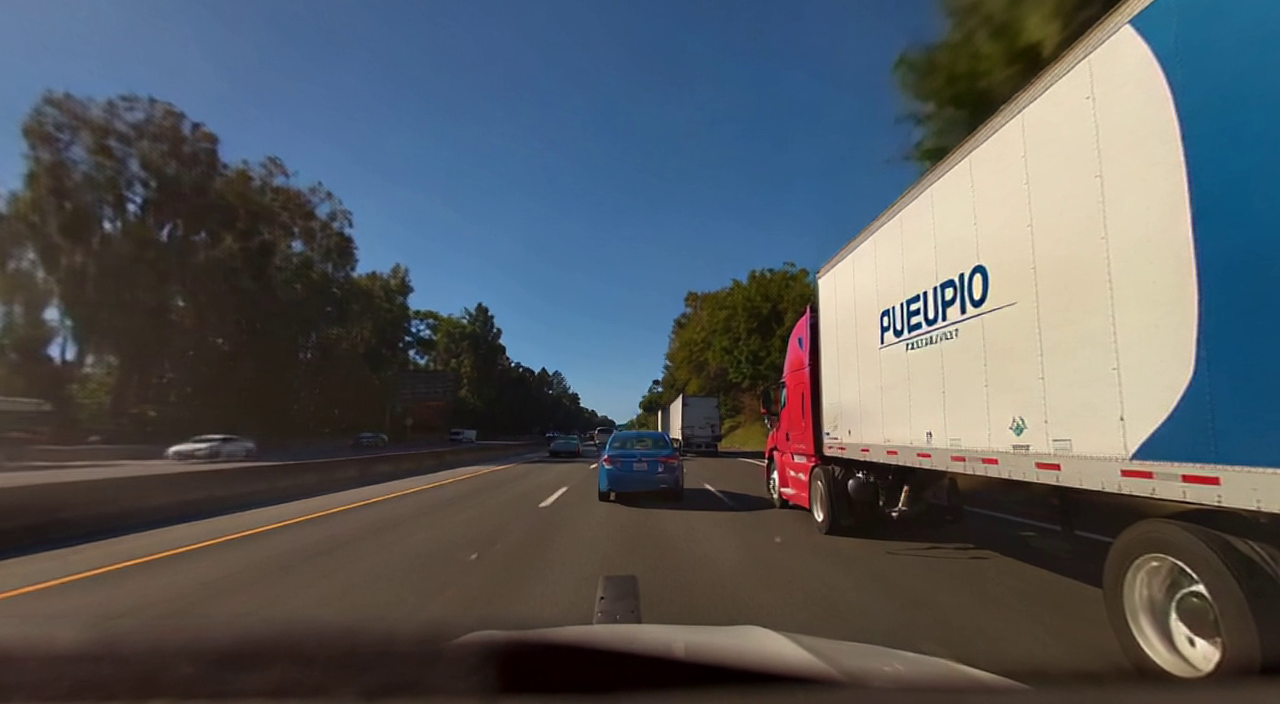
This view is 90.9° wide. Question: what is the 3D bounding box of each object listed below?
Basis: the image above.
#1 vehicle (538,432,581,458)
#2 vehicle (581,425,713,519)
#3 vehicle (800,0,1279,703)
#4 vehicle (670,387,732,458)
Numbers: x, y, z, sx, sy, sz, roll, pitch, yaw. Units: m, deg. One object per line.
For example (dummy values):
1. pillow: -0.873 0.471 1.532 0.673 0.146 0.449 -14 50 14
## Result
1. vehicle: -4.717 5.477 37.399 1.983 1.434 4.451 0 -8 0
2. vehicle: 0.079 2.089 11.543 2.021 1.435 3.611 0 -8 -1
3. vehicle: 4.138 -0.240 3.343 2.816 4.070 14.136 0 -8 0
4. vehicle: 3.827 4.971 43.278 2.869 4.067 13.731 0 -8 0
